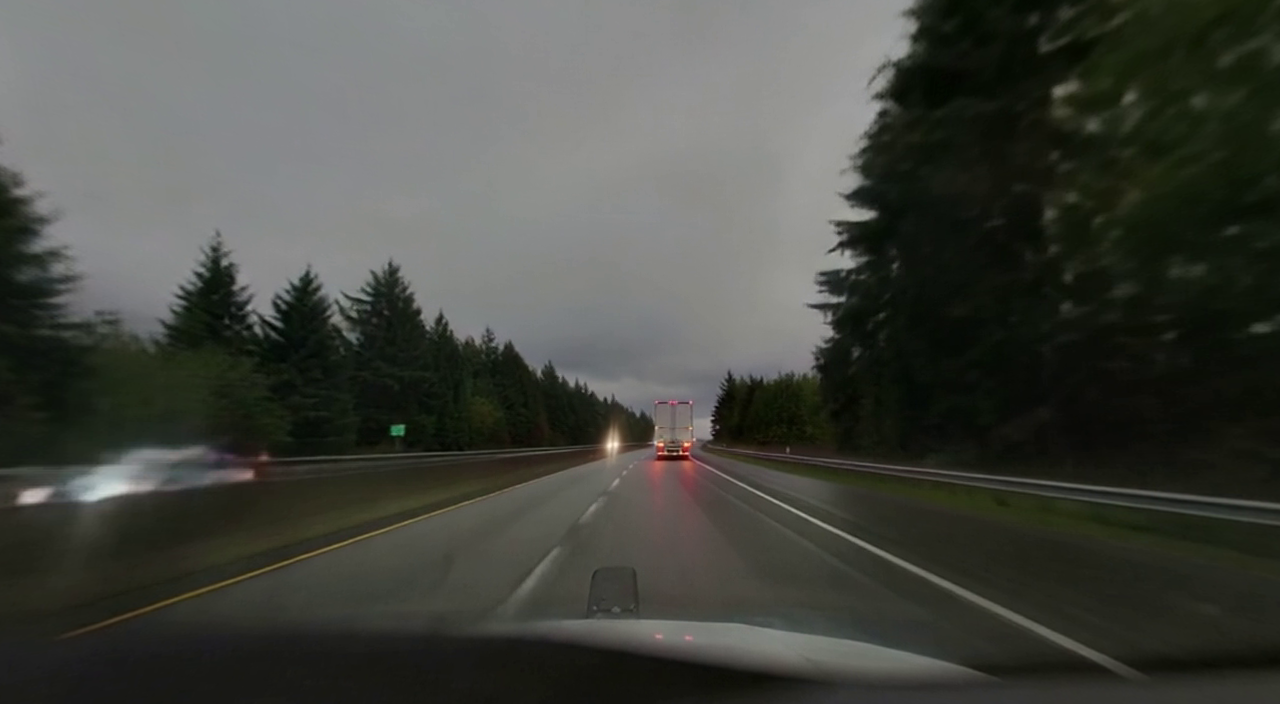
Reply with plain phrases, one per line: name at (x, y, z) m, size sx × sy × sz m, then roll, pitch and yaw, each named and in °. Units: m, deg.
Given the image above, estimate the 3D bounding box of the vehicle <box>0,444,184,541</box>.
vehicle at (-10.538, 2.357, 11.107) m, size 1.860 × 1.421 × 4.177 m, roll -1°, pitch -8°, yaw 0°
